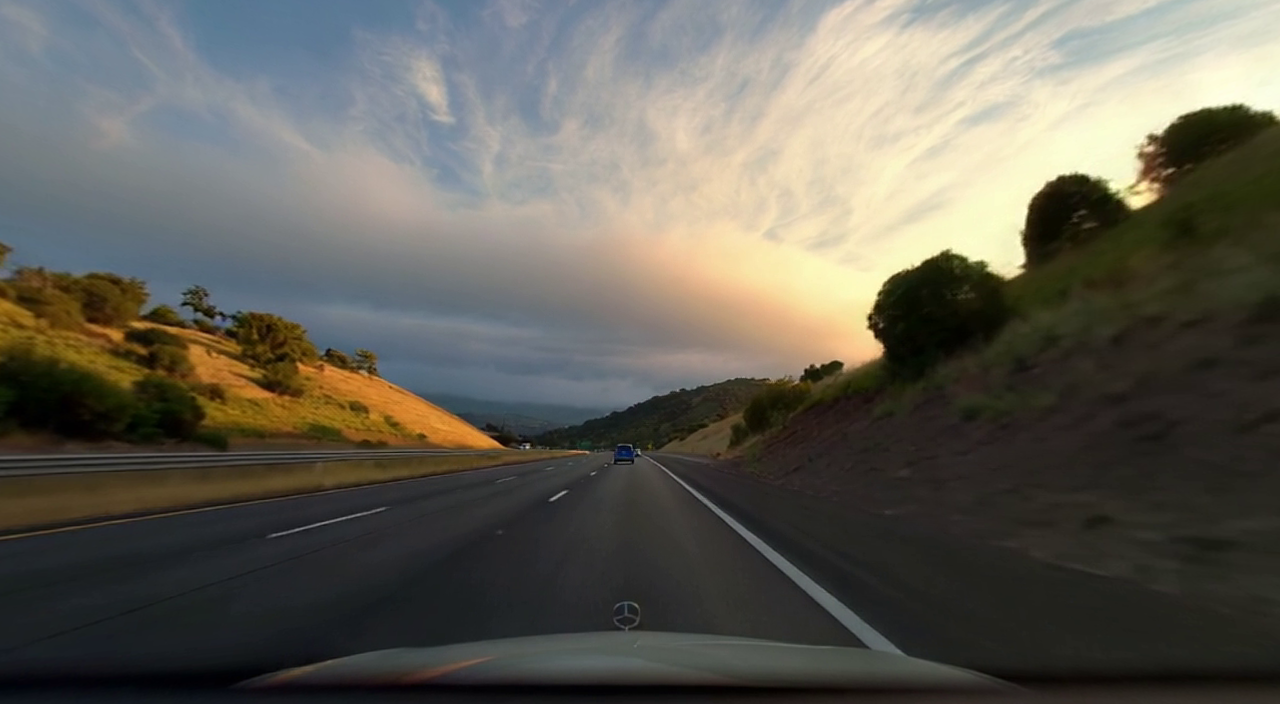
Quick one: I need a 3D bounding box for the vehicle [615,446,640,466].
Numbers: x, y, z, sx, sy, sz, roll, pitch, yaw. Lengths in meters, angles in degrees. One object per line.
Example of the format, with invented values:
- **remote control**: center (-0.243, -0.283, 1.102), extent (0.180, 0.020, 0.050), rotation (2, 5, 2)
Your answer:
- **vehicle**: center (-0.947, 8.090, 49.206), extent (1.891, 1.456, 3.806), rotation (0, -9, 0)
